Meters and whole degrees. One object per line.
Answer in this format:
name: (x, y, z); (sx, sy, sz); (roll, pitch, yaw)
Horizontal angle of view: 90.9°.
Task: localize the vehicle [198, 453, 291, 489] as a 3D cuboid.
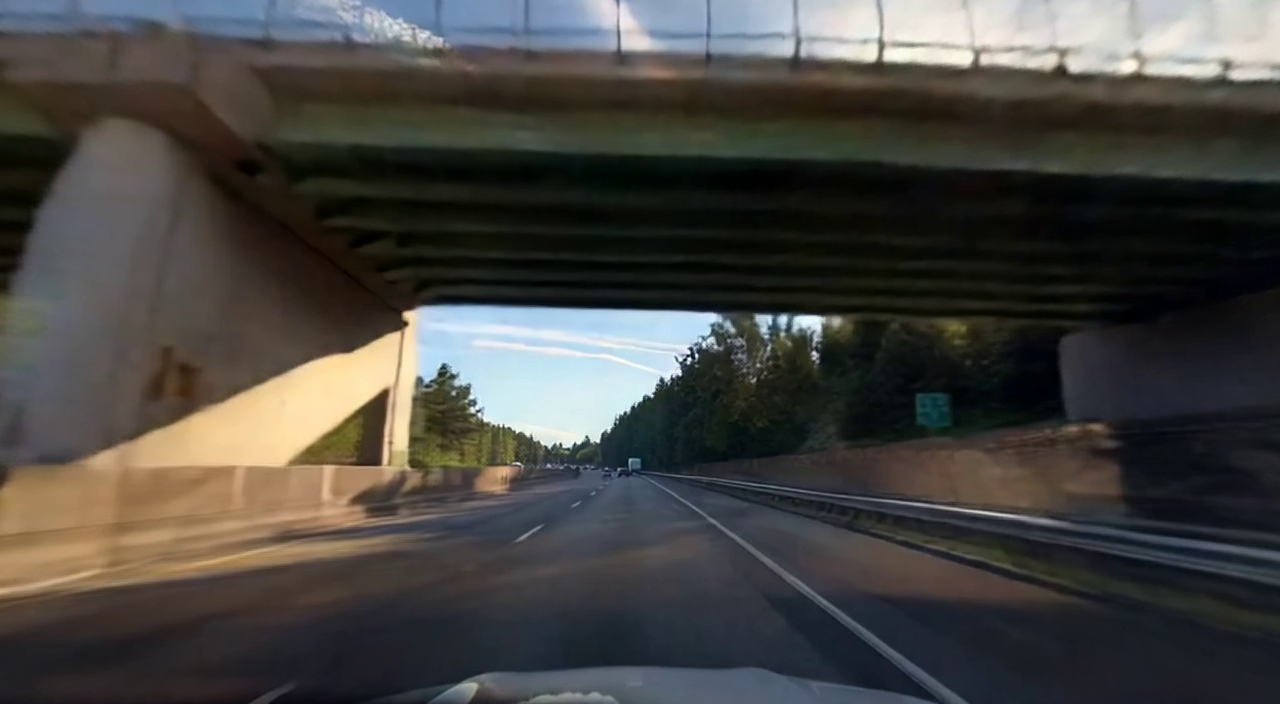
vehicle: (-17.515, 5.301, 28.091); (1.740, 1.429, 3.544); (1, -11, 1)
